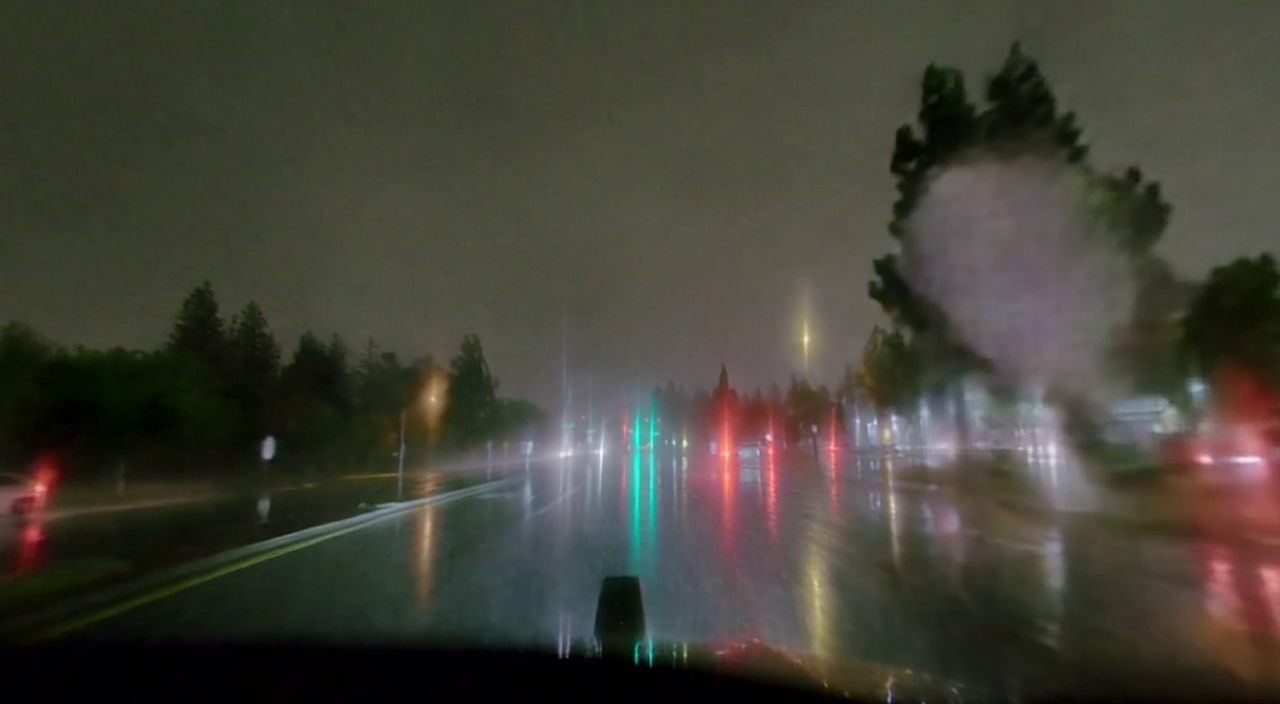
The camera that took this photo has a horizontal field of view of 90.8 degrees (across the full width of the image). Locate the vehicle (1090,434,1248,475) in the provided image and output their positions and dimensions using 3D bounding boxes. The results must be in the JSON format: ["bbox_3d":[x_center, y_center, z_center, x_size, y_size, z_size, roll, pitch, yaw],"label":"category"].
[{"bbox_3d":[20.392,3.970,24.495,4.402,1.476,1.860,0,-9,-1],"label":"vehicle"}]
